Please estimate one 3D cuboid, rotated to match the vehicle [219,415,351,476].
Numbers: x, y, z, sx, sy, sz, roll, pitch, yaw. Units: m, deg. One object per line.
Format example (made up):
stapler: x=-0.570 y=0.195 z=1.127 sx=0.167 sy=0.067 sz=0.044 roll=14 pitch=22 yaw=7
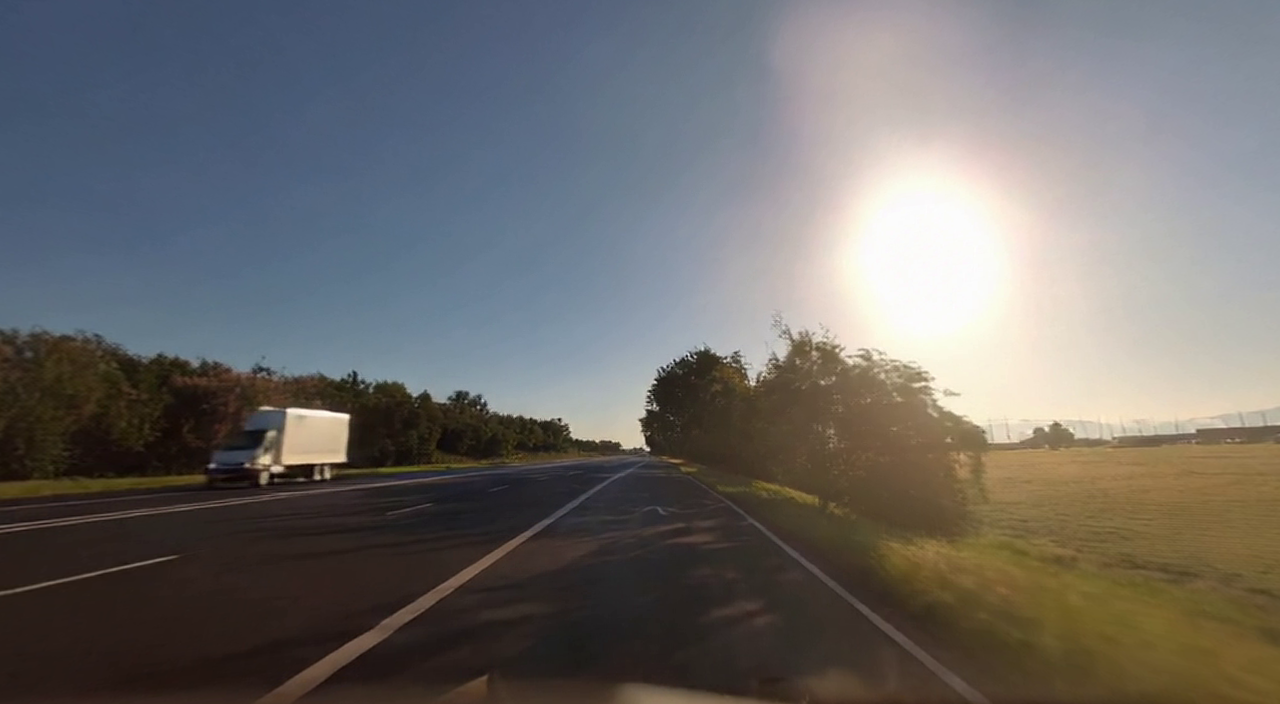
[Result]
vehicle: x=-19.847 y=5.347 z=35.928 sx=2.826 sy=3.083 sz=7.520 roll=0 pitch=-9 yaw=2
